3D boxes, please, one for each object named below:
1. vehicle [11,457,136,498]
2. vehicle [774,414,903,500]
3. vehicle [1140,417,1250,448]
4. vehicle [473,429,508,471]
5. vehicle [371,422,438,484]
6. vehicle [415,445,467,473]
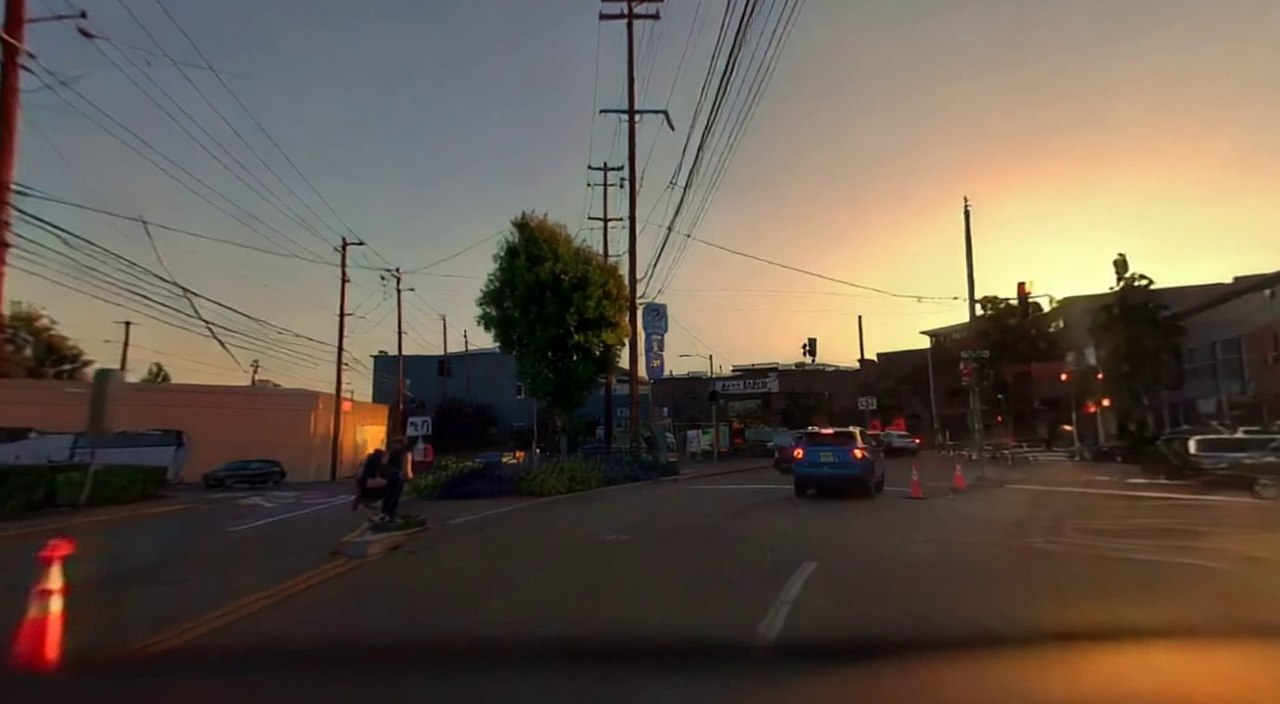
[{"bbox_3d":[-23.226,5.124,26.144,1.817,1.456,4.079,1,-8,-9],"label":"vehicle"},{"bbox_3d":[5.352,2.672,16.504,2.256,1.859,5.118,-5,-9,27],"label":"vehicle"},{"bbox_3d":[32.321,4.719,36.867,1.937,1.688,4.382,6,-10,-37],"label":"vehicle"},{"bbox_3d":[-9.952,6.573,42.416,1.959,2.654,4.078,1,-8,-9],"label":"vehicle"},{"bbox_3d":[-11.252,4.831,30.371,2.185,2.644,3.306,-3,-8,-5],"label":"vehicle"},{"bbox_3d":[-13.039,7.016,41.678,2.509,1.731,4.549,1,-8,-8],"label":"vehicle"}]
